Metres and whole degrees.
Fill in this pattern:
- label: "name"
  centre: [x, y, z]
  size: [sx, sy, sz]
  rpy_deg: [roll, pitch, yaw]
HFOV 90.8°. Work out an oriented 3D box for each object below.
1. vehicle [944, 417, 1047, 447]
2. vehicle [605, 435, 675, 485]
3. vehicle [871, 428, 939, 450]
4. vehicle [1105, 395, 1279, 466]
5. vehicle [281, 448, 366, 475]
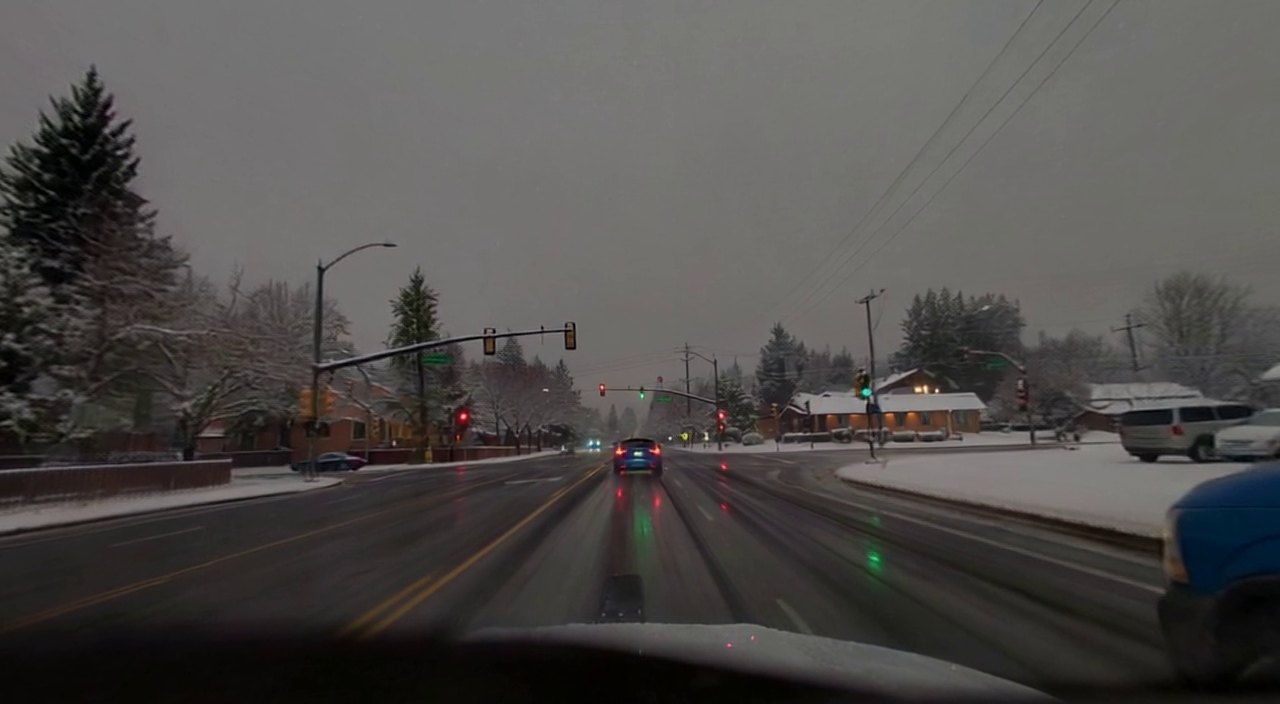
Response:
- label: "vehicle"
  centre: [25.440, 5.743, 45.320]
  size: [6.041, 1.900, 2.349]
  rpy_deg: [-1, -9, -6]
- label: "vehicle"
  centre: [-0.009, 3.517, 20.822]
  size: [2.104, 1.462, 3.991]
  rpy_deg: [0, -9, 0]
- label: "vehicle"
  centre: [18.805, 6.219, 44.945]
  size: [3.949, 1.505, 1.766]
  rpy_deg: [-1, -9, 1]
- label: "vehicle"
  centre: [16.453, 2.249, 17.904]
  size: [4.735, 1.882, 2.087]
  rpy_deg: [-1, -9, 2]
- label: "vehicle"
  centre: [-20.963, 7.284, 41.986]
  size: [4.588, 1.703, 1.879]
  rpy_deg: [-1, -9, 1]
